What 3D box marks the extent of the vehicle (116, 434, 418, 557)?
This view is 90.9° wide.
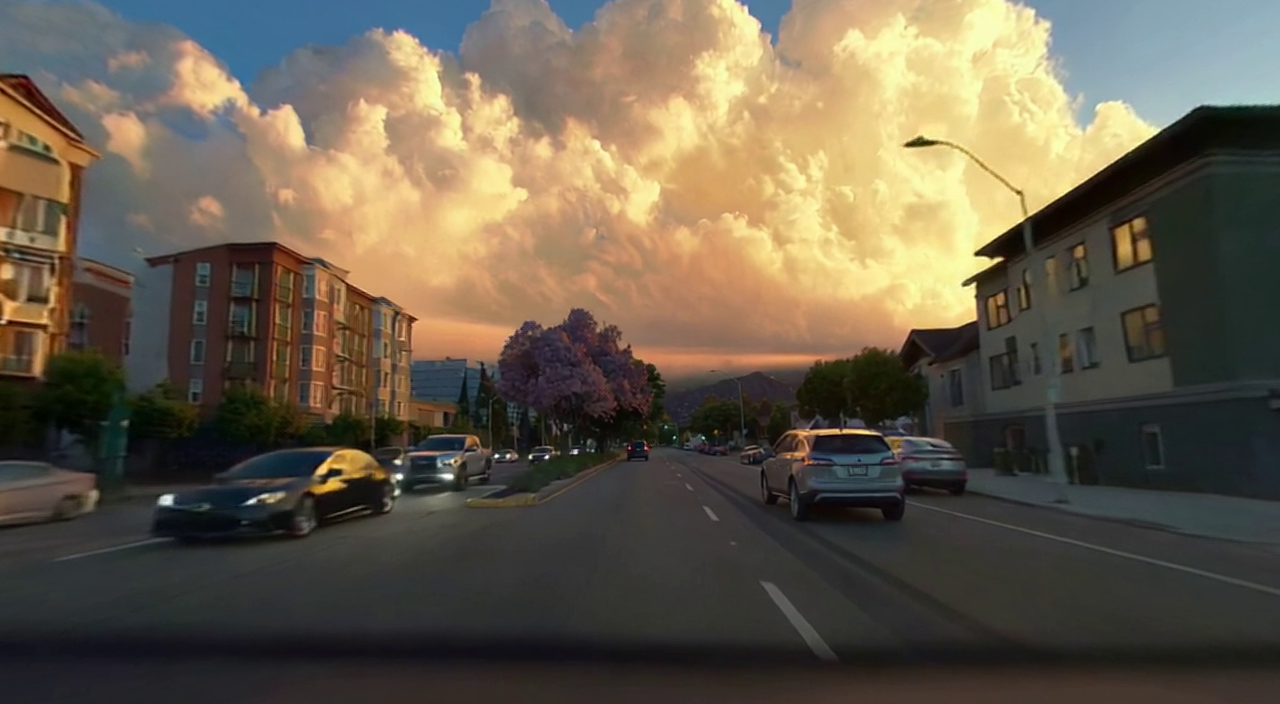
[{"bbox_3d":[-5.621,2.149,10.437,2.012,1.501,4.626,-2,-7,3],"label":"vehicle"}]

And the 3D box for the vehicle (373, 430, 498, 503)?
[{"bbox_3d":[-5.665,3.175,18.198,2.034,1.771,4.795,-1,-7,0],"label":"vehicle"}]

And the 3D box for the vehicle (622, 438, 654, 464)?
[{"bbox_3d":[-0.146,7.207,46.048,2.244,1.813,4.129,0,-8,0],"label":"vehicle"}]

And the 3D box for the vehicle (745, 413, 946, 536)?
[{"bbox_3d":[3.338,2.097,11.402,2.071,1.747,4.549,0,-8,0],"label":"vehicle"}]
